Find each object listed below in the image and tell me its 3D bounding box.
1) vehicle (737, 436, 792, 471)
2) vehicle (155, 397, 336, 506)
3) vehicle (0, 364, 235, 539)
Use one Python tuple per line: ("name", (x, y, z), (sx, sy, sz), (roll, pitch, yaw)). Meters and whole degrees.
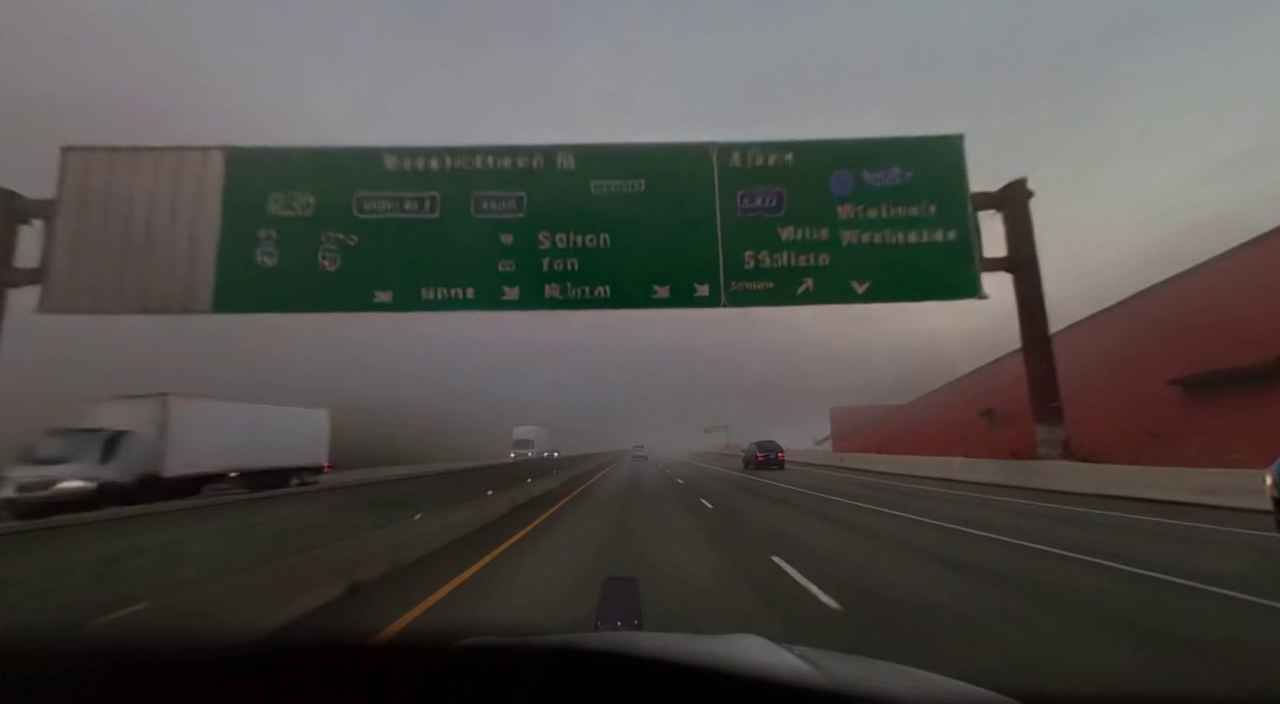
("vehicle", (7.393, 6.083, 37.774), (2.156, 1.943, 5.010), (0, -9, -1))
("vehicle", (-16.219, 4.187, 26.736), (2.886, 3.924, 7.307), (0, -9, -1))
("vehicle", (-16.045, 2.779, 17.570), (2.966, 3.933, 9.734), (0, -9, -1))
